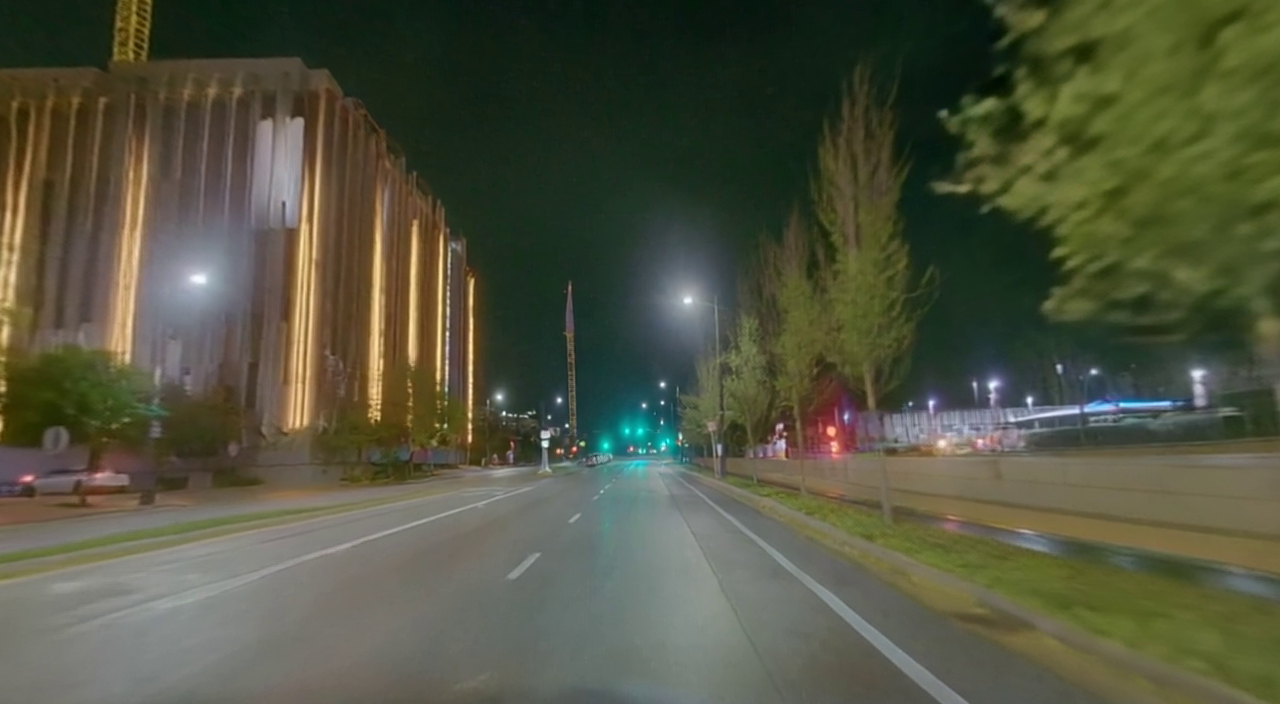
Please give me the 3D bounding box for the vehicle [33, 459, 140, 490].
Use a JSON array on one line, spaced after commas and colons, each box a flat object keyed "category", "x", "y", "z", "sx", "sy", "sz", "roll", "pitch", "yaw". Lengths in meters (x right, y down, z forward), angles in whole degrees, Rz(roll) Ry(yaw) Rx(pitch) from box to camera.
[{"category": "vehicle", "x": -32.641, "y": 7.231, "z": 37.273, "sx": 4.308, "sy": 1.598, "sz": 1.891, "roll": 0, "pitch": -8, "yaw": -8}]
